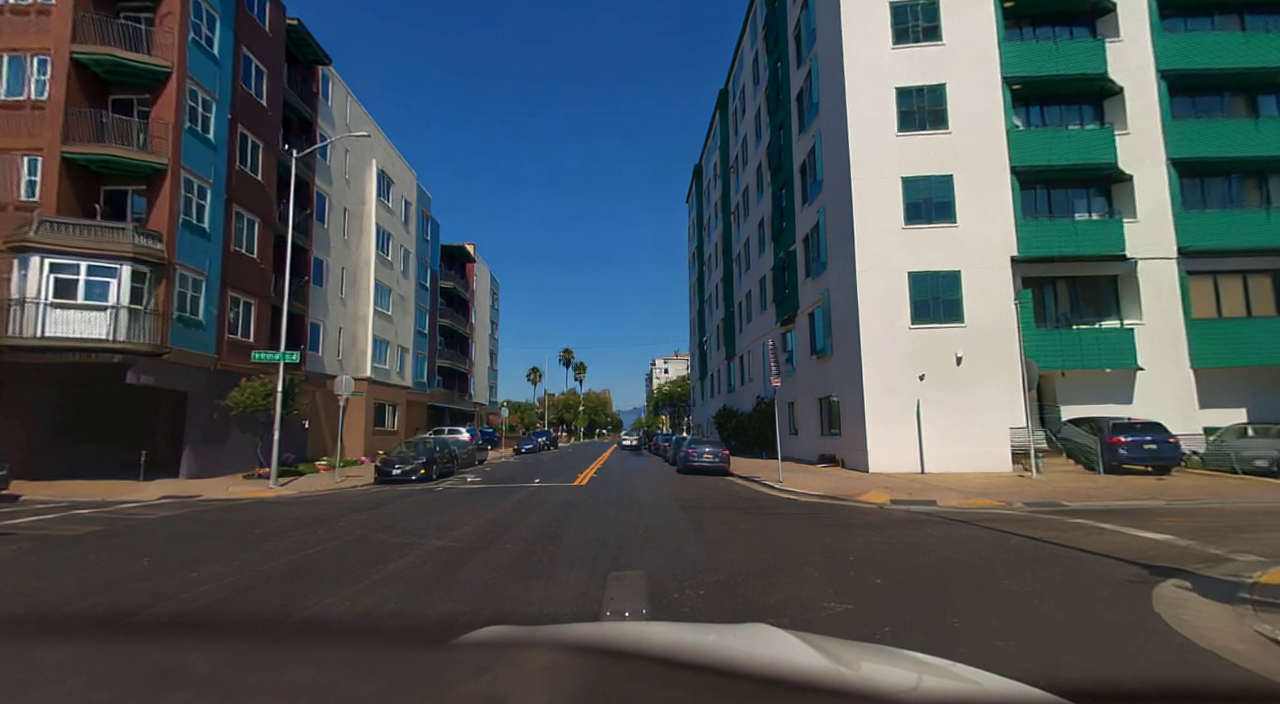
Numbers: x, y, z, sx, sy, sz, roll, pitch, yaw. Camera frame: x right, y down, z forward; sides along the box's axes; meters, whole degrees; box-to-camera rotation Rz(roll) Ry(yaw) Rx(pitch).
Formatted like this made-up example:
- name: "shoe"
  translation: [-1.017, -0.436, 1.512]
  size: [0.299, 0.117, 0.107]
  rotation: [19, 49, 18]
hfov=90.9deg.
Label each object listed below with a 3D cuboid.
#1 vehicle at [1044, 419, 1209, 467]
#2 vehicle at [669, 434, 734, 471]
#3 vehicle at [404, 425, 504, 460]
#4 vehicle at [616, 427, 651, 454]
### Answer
- name: "vehicle"
  translation: [15.420, 2.914, 20.140]
  size: [3.752, 1.453, 1.709]
  rotation: [0, -9, 2]
- name: "vehicle"
  translation: [2.527, 4.295, 27.059]
  size: [2.290, 1.456, 4.503]
  rotation: [0, -9, -1]
- name: "vehicle"
  translation: [-11.427, 5.591, 38.882]
  size: [5.540, 1.950, 2.113]
  rotation: [4, -12, -28]
- name: "vehicle"
  translation: [-0.456, 6.410, 45.664]
  size: [2.412, 1.834, 4.636]
  rotation: [0, -8, 0]
